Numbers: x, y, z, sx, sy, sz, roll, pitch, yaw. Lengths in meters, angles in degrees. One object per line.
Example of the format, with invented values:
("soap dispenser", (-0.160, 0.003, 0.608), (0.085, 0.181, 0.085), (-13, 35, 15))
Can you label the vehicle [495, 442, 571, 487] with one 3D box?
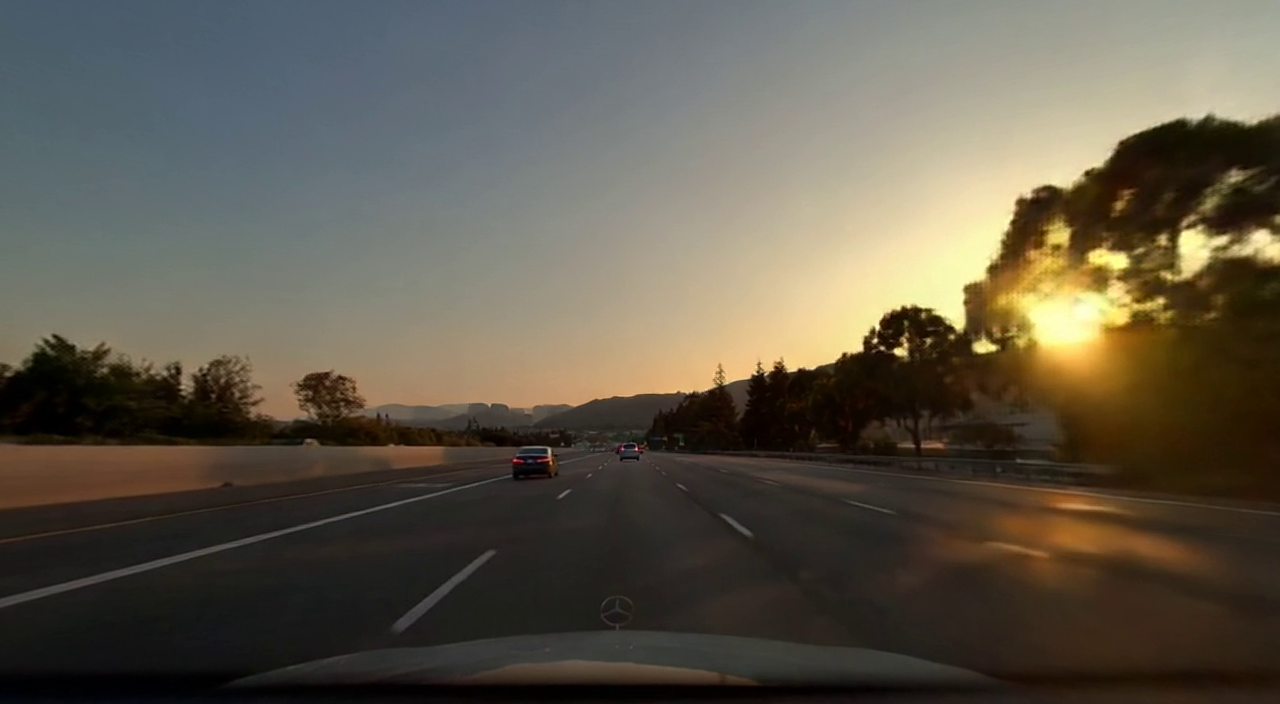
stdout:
("vehicle", (-4.105, 4.383, 25.071), (2.140, 1.574, 4.946), (0, -8, 0))
